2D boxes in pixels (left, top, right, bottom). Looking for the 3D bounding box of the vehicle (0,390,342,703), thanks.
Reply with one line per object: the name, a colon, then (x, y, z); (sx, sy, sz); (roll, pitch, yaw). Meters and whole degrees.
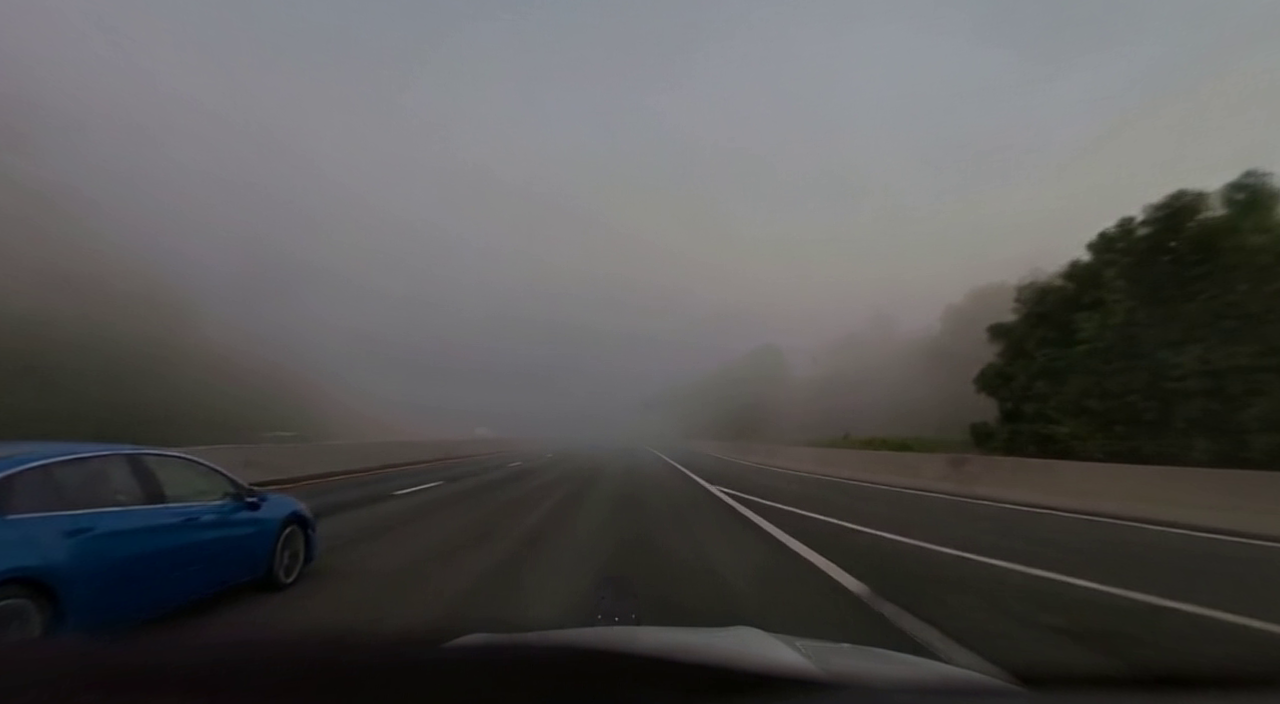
vehicle: (-3.743, 1.044, 3.568); (2.026, 1.517, 4.325); (0, -8, -1)
